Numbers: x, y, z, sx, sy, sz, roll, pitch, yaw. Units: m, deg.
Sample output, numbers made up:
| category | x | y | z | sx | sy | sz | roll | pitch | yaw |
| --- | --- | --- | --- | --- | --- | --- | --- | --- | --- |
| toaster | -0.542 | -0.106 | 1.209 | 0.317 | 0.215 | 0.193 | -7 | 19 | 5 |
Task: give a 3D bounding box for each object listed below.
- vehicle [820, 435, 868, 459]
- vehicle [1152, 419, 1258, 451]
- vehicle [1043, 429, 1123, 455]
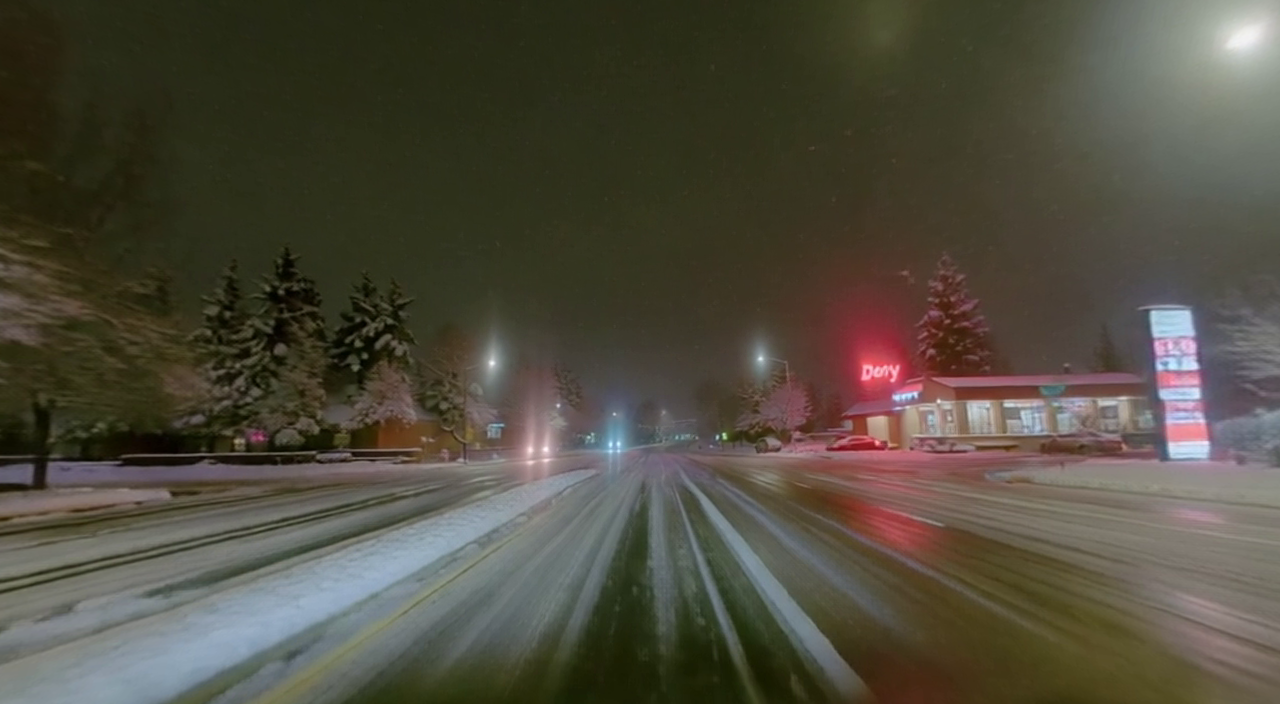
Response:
| category | x | y | z | sx | sy | sz | roll | pitch | yaw |
| --- | --- | --- | --- | --- | --- | --- | --- | --- | --- |
| vehicle | 14.978 | 7.015 | 46.664 | 1.987 | 1.694 | 4.523 | -1 | -8 | 0 |
| vehicle | 35.861 | 5.288 | 40.331 | 2.028 | 1.886 | 5.190 | 0 | -8 | 1 |
| vehicle | 27.628 | 5.625 | 39.596 | 1.836 | 1.497 | 4.419 | -1 | -8 | 1 |
